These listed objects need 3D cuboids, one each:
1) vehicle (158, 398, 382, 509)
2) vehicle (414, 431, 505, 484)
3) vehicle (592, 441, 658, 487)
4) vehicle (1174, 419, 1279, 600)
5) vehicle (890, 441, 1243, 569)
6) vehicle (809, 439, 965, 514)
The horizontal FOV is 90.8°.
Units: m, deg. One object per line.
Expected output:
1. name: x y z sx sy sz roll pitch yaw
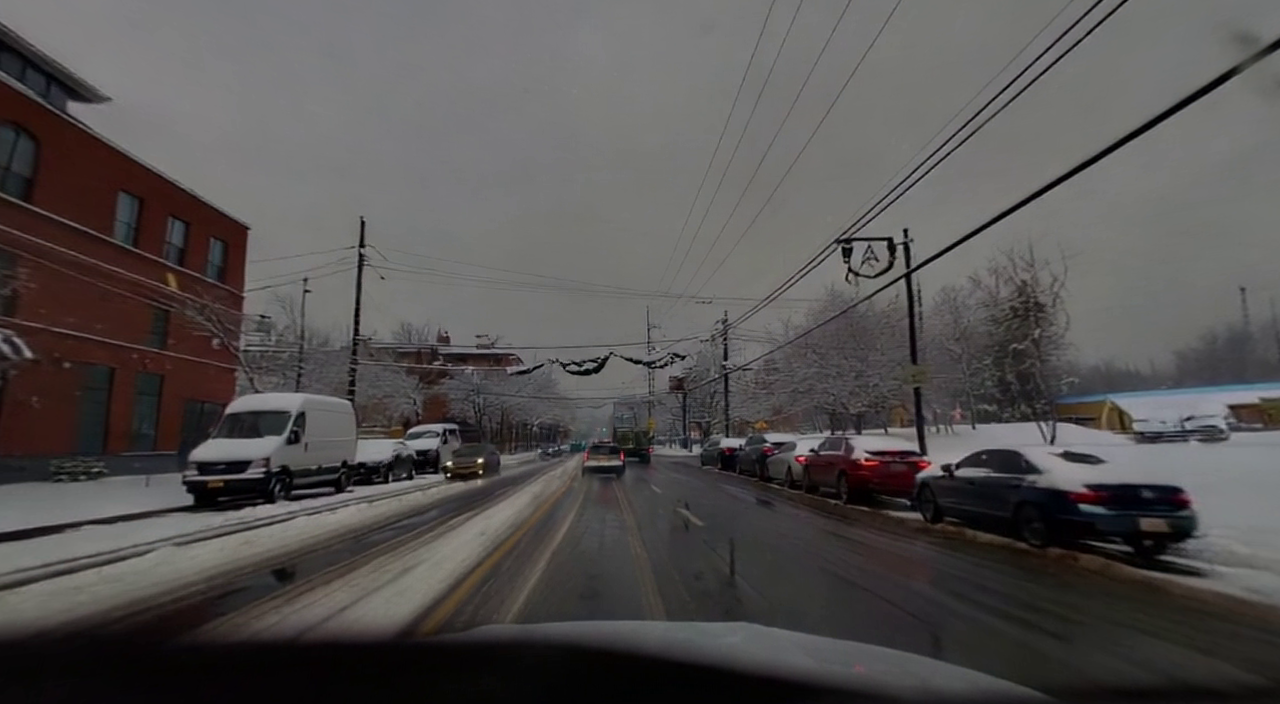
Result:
1. vehicle: -10.080 2.879 18.263 2.964 2.597 6.437 0 -9 -5
2. vehicle: -7.196 4.263 25.775 2.456 1.935 4.769 0 -9 -2
3. vehicle: -0.612 3.951 22.613 2.112 1.464 4.411 0 -9 -3
4. vehicle: 6.646 1.180 4.274 1.786 1.551 4.471 1 -9 -8
5. vehicle: 5.819 2.087 9.527 1.921 1.430 4.455 1 -9 -6
6. vehicle: 5.552 2.823 14.816 1.943 1.507 3.816 0 -9 -3
